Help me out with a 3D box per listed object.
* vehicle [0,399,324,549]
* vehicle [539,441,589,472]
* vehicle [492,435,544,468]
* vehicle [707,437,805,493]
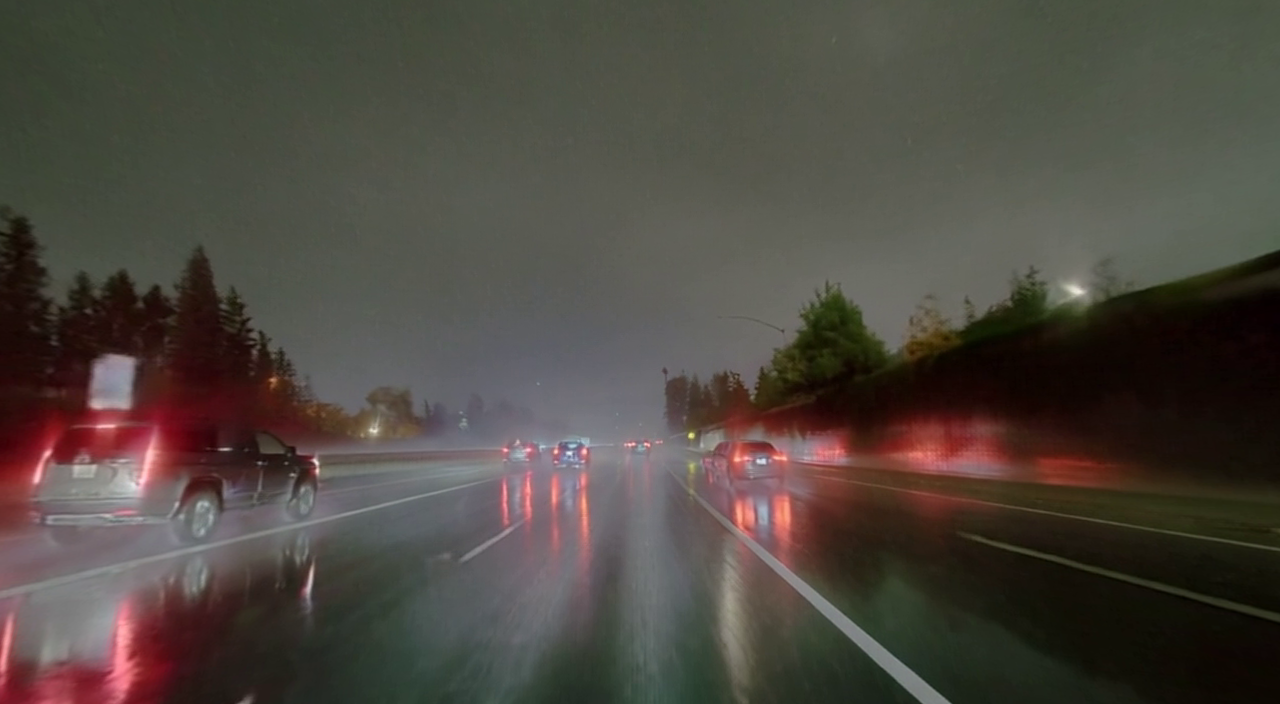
[{"bbox_3d":[-7.365,1.858,10.144,2.142,1.849,4.566,0,-9,0],"label":"vehicle"},{"bbox_3d":[-3.873,5.413,32.727,2.071,1.478,4.130,0,-9,0],"label":"vehicle"},{"bbox_3d":[-7.109,5.831,37.110,2.111,1.811,4.391,0,-9,1],"label":"vehicle"},{"bbox_3d":[3.438,3.458,19.621,2.141,1.507,4.510,0,-9,-1],"label":"vehicle"}]
